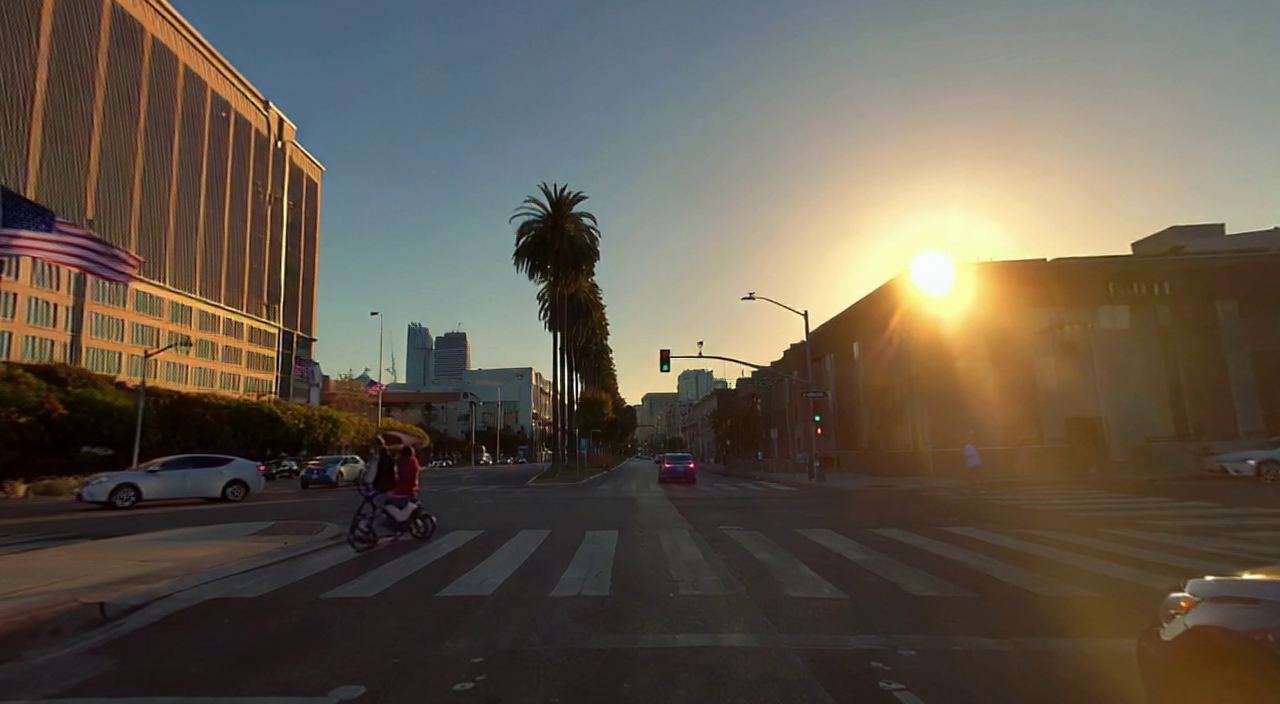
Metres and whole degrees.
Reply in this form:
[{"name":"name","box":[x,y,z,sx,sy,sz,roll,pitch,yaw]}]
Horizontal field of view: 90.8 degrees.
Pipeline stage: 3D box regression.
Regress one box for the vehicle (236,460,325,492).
[{"name":"vehicle","box":[-19.969,6.901,35.383,2.069,1.540,4.774,0,-8,1]}]

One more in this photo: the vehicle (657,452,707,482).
[{"name":"vehicle","box":[2.341,6.603,36.482,2.000,1.525,4.273,1,-9,-9]}]

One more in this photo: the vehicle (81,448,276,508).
[{"name":"vehicle","box":[-13.890,3.782,19.424,4.499,1.594,1.898,4,-10,-27]}]

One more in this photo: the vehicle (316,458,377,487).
[{"name":"vehicle","box":[-20.115,8.261,43.530,2.043,1.745,4.420,0,-8,1]}]
